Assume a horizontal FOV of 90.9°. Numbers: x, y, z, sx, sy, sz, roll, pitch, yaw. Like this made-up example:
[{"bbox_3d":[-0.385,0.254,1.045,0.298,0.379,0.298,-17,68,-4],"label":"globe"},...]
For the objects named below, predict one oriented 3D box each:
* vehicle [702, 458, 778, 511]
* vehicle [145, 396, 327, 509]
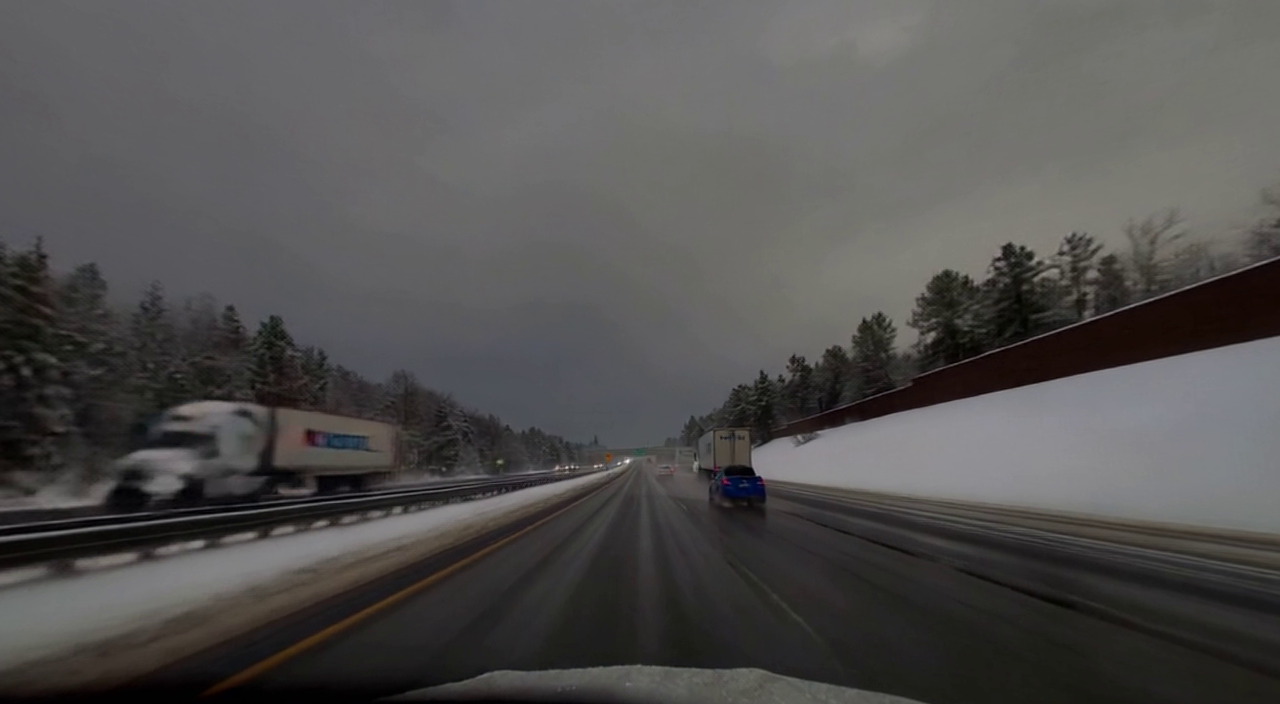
[{"bbox_3d":[3.273,4.417,21.297,2.011,1.574,3.512,1,-10,0],"label":"vehicle"},{"bbox_3d":[-16.503,4.268,26.520,2.937,4.102,6.574,1,-10,1],"label":"vehicle"}]
